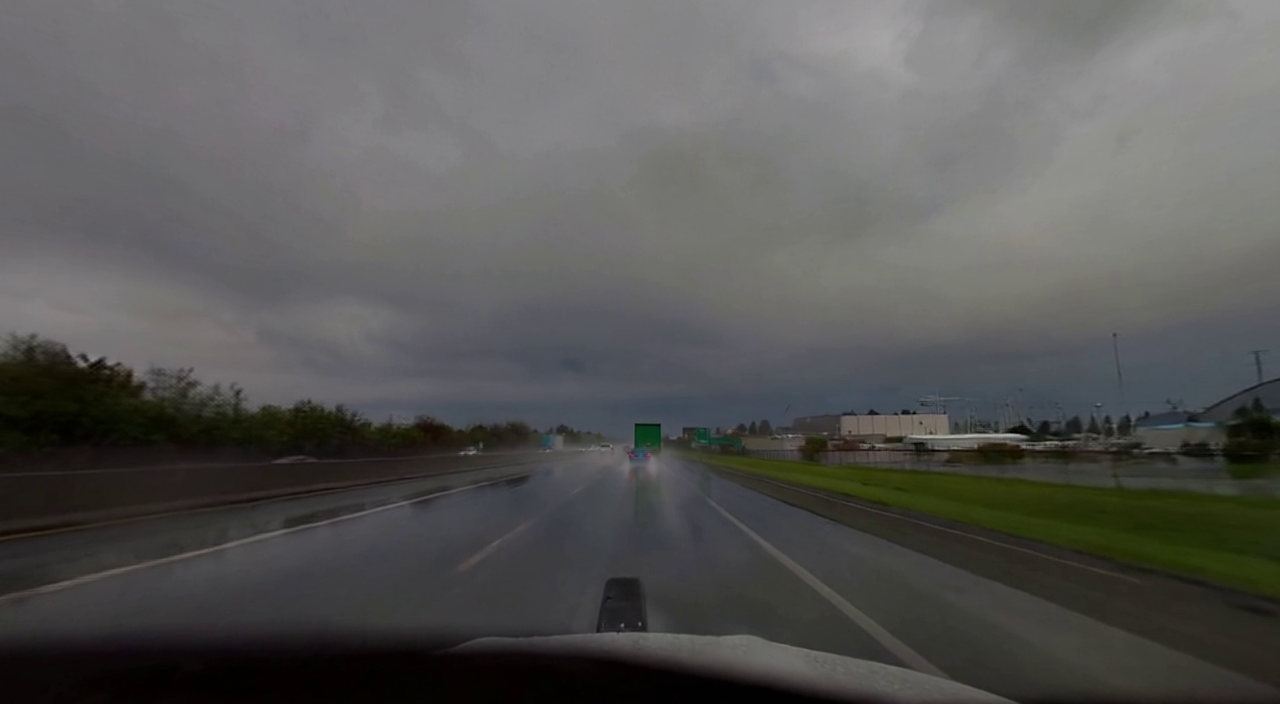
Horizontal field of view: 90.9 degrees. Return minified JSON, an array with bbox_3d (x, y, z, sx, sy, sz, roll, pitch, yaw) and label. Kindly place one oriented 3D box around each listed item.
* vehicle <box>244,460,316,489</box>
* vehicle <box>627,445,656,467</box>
[{"bbox_3d":[-19.508,6.610,34.310,1.646,1.399,3.733,-1,-9,1],"label":"vehicle"},{"bbox_3d":[0.086,7.880,47.800,2.094,1.559,3.945,0,-9,0],"label":"vehicle"}]
